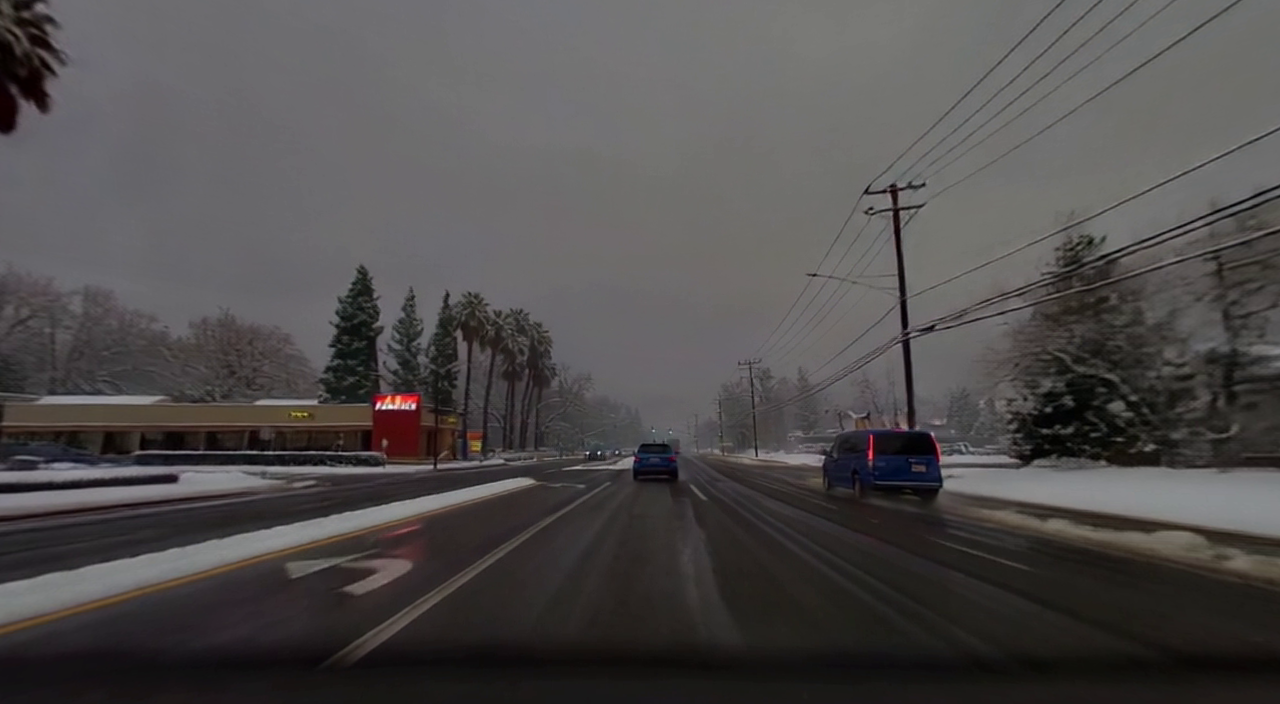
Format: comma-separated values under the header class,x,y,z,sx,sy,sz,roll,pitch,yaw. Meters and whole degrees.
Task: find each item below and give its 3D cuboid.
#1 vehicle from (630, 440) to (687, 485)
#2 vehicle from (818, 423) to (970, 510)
class,x,y,z,sx,sy,sz,roll,pitch,yaw
vehicle,0.748,4.510,26.008,2.138,1.672,4.168,0,-9,2
vehicle,6.333,2.905,16.399,2.107,1.928,4.471,0,-9,1
